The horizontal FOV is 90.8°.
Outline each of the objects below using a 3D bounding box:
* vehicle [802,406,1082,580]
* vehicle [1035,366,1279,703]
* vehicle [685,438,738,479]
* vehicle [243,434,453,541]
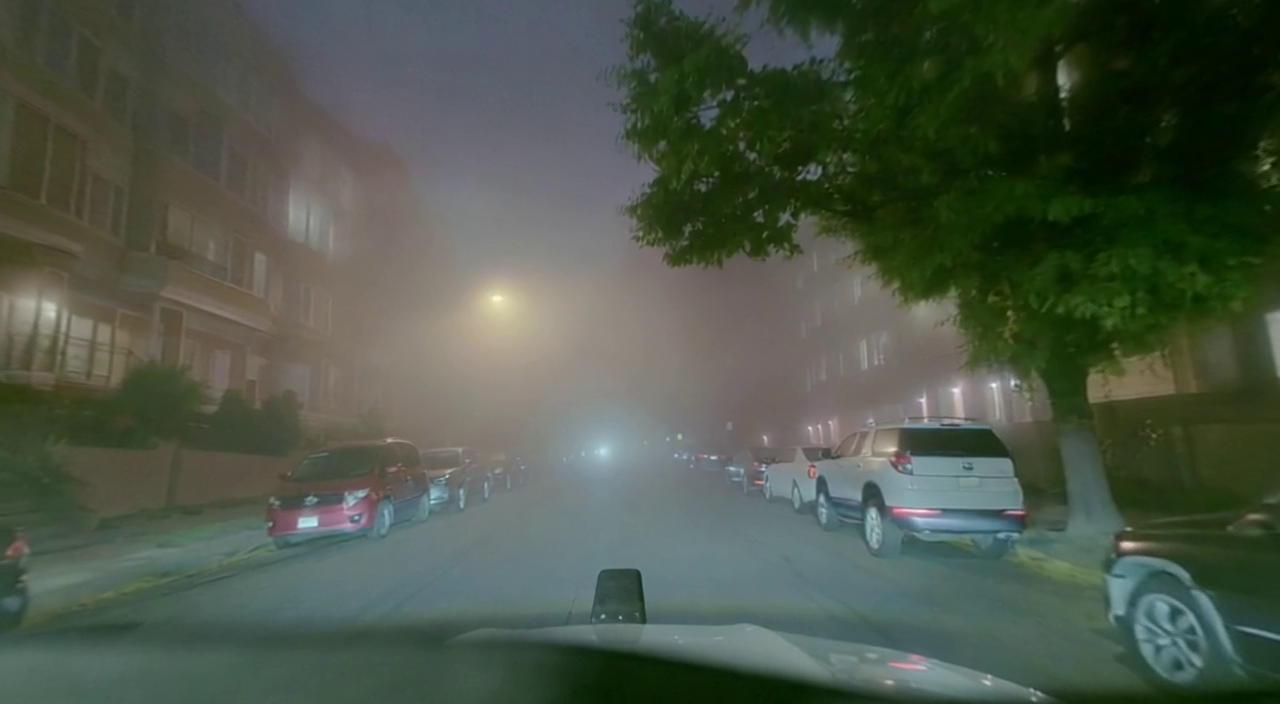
[{"bbox_3d":[3.834,1.849,9.146,1.911,1.835,4.599,0,-8,2],"label":"vehicle"},{"bbox_3d":[3.728,0.815,1.944,1.886,1.727,4.678,0,-8,-1],"label":"vehicle"},{"bbox_3d":[3.374,5.136,30.831,1.912,1.781,5.159,0,-8,-1],"label":"vehicle"},{"bbox_3d":[-5.232,2.413,12.002,2.274,1.679,3.639,0,-8,-1],"label":"vehicle"}]
